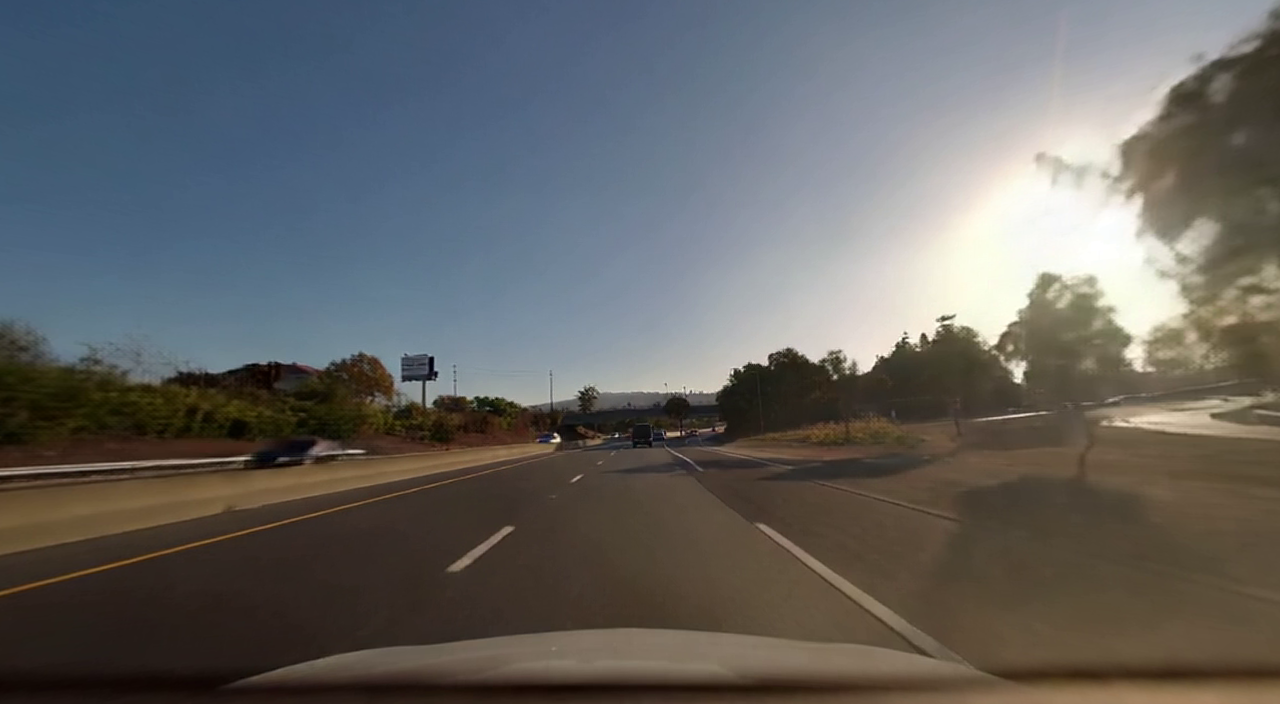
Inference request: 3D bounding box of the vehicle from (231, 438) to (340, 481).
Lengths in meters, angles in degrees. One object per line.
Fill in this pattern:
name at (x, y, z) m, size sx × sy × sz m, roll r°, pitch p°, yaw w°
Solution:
vehicle at (-13.837, 4.175, 24.860) m, size 1.902 × 1.526 × 4.123 m, roll 0°, pitch -8°, yaw 0°
